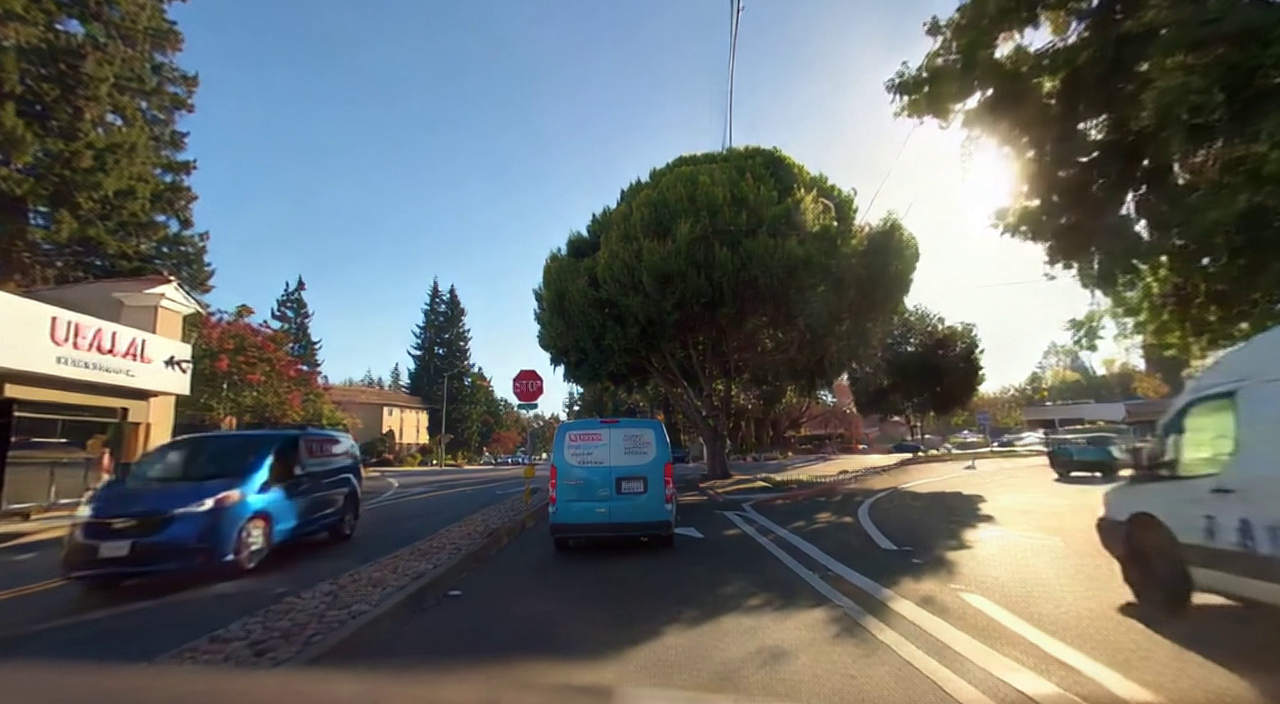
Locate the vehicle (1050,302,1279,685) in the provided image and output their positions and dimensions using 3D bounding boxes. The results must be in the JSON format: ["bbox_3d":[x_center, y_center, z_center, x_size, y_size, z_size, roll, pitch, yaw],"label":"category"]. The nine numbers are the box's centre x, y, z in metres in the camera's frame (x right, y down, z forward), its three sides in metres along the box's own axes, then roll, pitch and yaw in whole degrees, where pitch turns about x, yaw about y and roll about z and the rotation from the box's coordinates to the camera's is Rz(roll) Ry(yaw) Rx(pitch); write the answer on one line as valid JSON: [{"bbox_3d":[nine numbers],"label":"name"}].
[{"bbox_3d":[4.837,0.738,3.062,2.385,2.196,5.640,-1,-9,7],"label":"vehicle"}]

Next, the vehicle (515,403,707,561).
[{"bbox_3d":[-0.273,1.867,9.742,2.237,1.828,4.546,0,-9,2],"label":"vehicle"}]

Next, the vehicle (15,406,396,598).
[{"bbox_3d":[-4.866,1.722,8.179,1.985,1.710,4.651,1,-9,-6],"label":"vehicle"}]
